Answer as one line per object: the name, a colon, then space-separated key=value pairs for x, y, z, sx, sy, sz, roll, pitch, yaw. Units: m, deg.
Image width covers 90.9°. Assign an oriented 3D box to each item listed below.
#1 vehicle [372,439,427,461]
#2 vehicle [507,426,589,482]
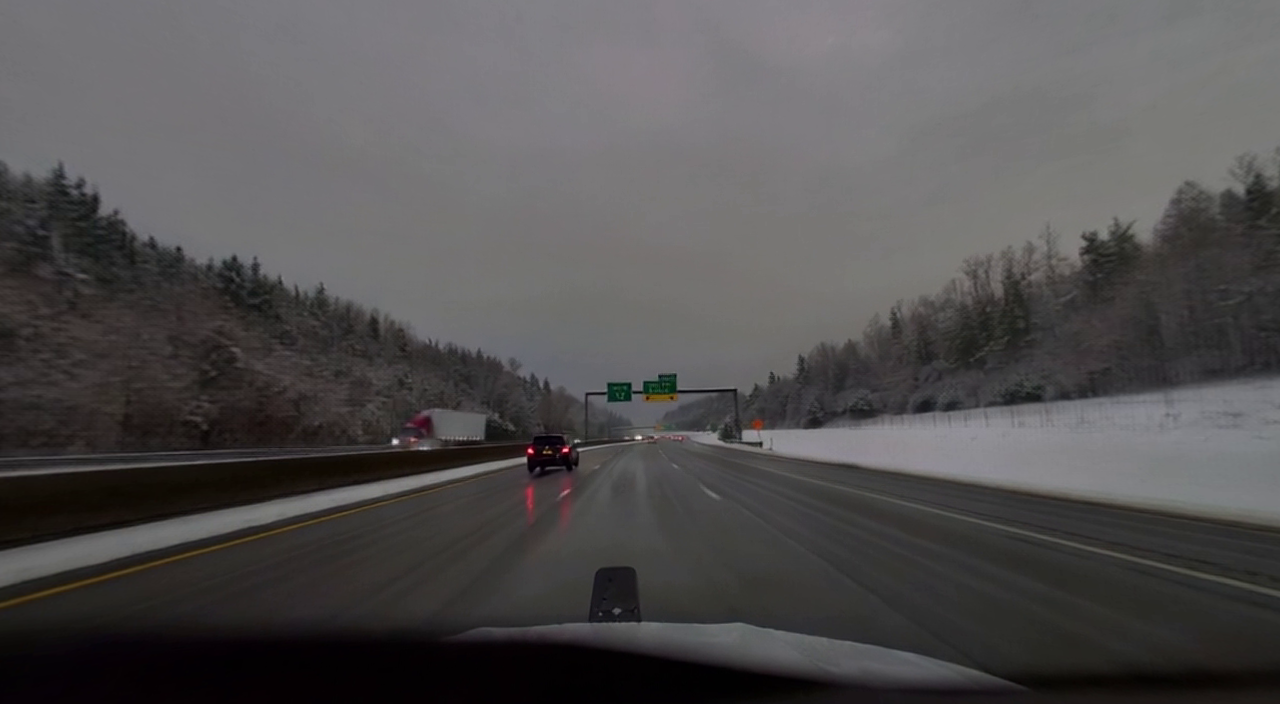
vehicle: x=-16.704 y=6.807 z=43.989 sx=1.960 sy=1.444 sz=4.553 roll=0 pitch=-8 yaw=1
vehicle: x=-2.939 y=3.346 z=20.987 sx=2.084 sy=1.654 sz=4.080 roll=0 pitch=-8 yaw=0
